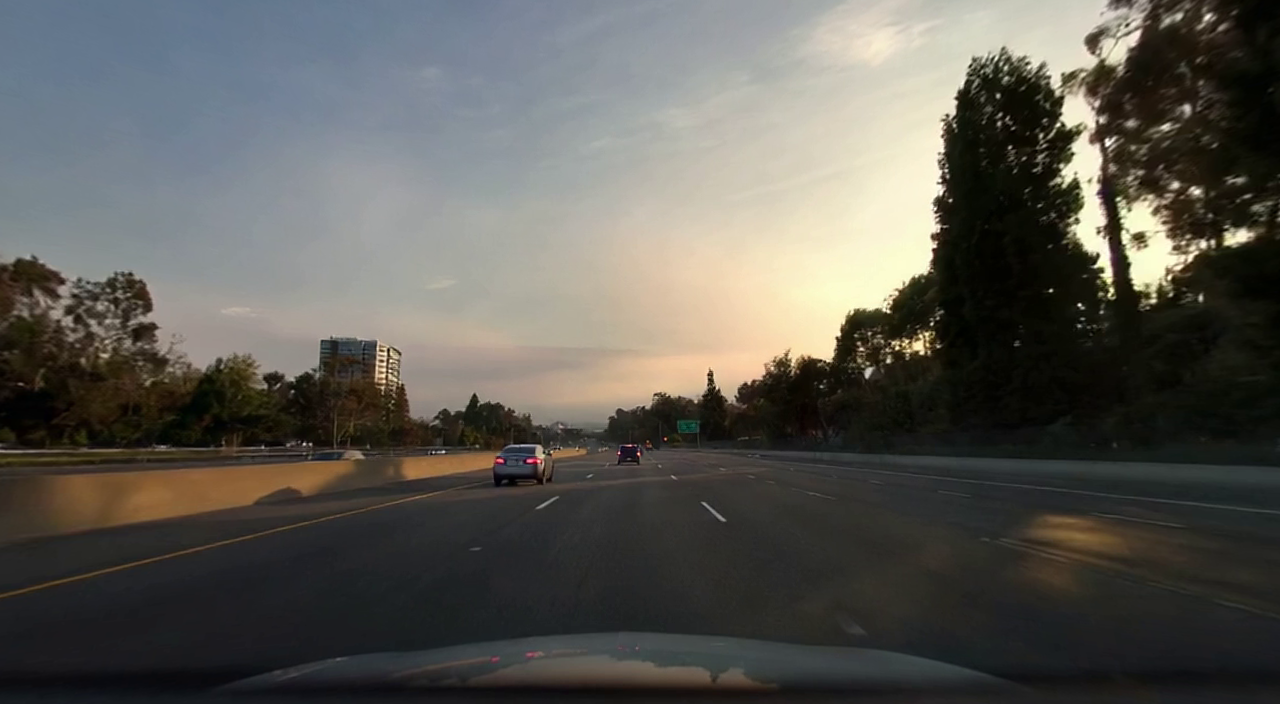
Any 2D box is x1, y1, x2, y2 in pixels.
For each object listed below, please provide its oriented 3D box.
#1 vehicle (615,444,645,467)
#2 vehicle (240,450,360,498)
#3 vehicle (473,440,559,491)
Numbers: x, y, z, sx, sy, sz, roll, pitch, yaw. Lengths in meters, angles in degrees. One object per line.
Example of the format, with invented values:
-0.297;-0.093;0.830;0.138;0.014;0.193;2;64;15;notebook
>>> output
-0.708;7.178;43.898;1.997;1.485;4.094;0;-9;-1;vehicle
-13.945;4.975;26.257;2.404;1.723;4.354;0;-8;2;vehicle
-3.908;3.666;20.782;1.886;1.465;4.625;0;-9;0;vehicle
